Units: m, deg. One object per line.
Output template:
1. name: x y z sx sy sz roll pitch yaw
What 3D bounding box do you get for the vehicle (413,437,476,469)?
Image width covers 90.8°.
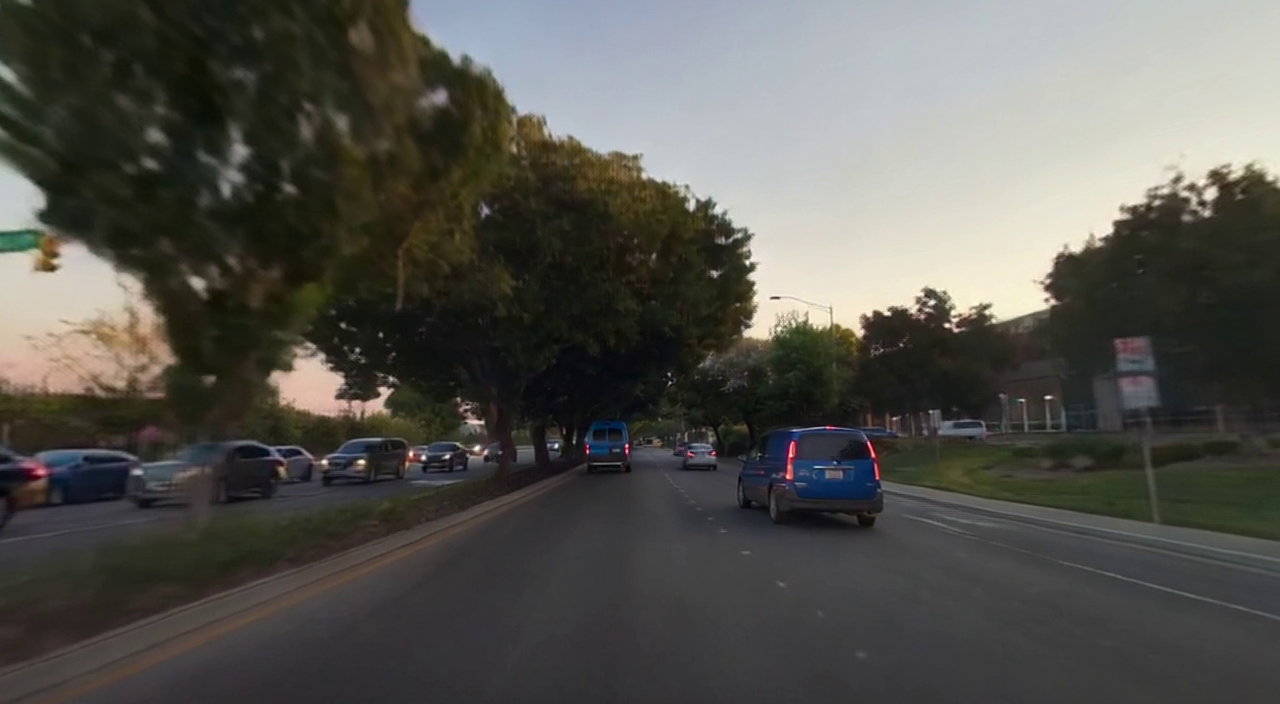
1. vehicle: -11.265 5.862 36.778 2.192 1.754 4.569 0 -8 0

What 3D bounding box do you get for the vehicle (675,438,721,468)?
1. vehicle: 3.372 6.004 37.629 2.248 1.692 4.252 0 -8 -1

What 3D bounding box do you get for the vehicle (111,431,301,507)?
1. vehicle: -10.927 2.953 16.379 1.988 1.689 4.047 0 -8 0

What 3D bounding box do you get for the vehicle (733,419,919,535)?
1. vehicle: 3.011 2.123 11.295 1.965 1.671 4.146 0 -8 -1

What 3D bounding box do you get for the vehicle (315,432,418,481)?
1. vehicle: -11.101 4.267 26.110 2.091 1.806 4.859 0 -8 0

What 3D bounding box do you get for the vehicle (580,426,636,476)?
1. vehicle: -1.327 4.404 28.248 2.228 2.054 4.309 0 -8 1
